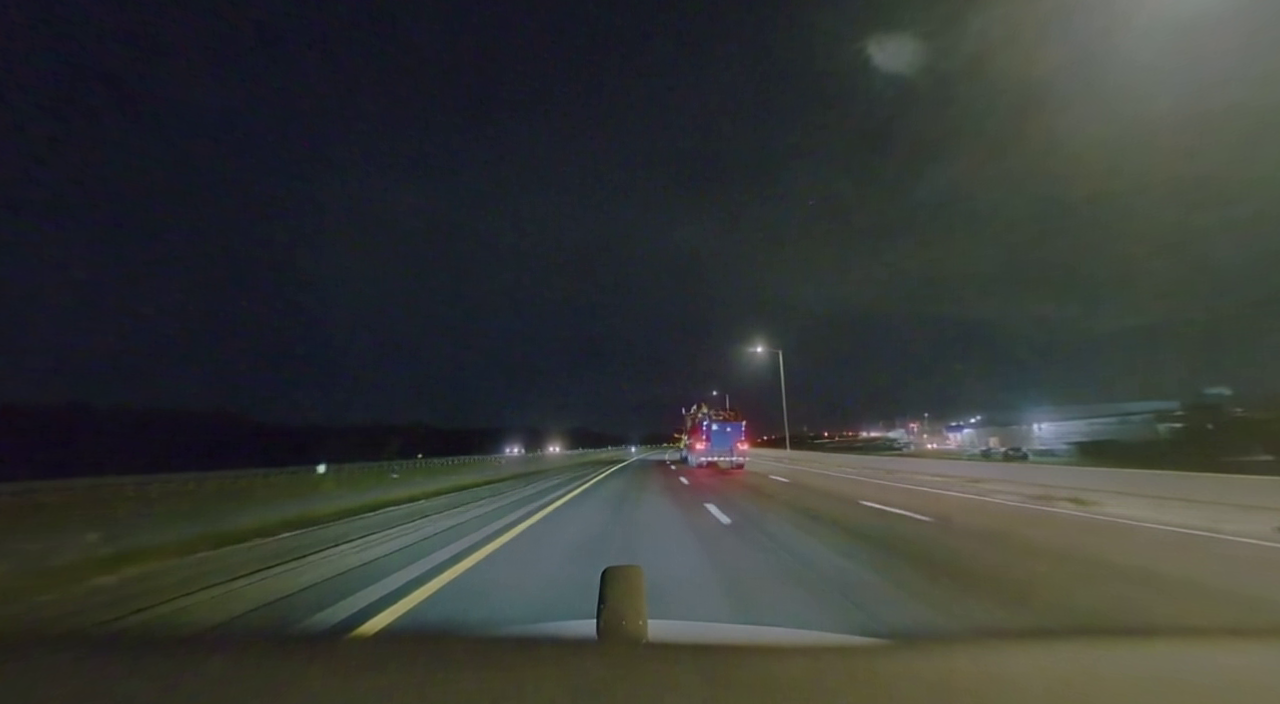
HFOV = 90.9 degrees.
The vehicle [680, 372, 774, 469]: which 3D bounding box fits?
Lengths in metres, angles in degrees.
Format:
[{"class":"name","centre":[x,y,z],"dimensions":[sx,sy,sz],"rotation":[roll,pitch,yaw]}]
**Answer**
[{"class":"vehicle","centre":[3.720,3.261,29.000],"dimensions":[3.279,3.956,6.541],"rotation":[0,-9,-1]}]
